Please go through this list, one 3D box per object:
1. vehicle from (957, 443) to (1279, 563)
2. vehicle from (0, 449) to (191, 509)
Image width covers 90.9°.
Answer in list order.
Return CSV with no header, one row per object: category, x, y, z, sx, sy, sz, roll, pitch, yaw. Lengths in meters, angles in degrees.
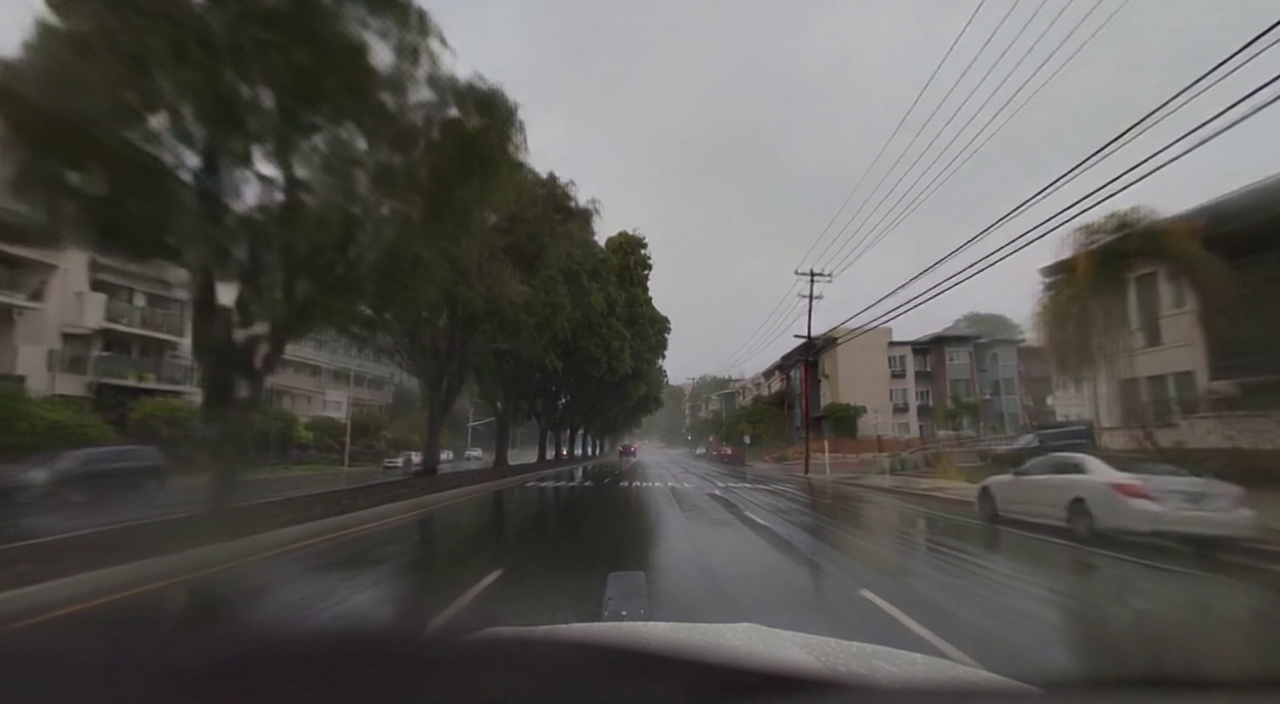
vehicle,7.306,2.220,10.173,1.986,1.467,4.412,0,-8,-1
vehicle,-15.660,3.584,18.312,1.873,1.469,4.442,0,-8,2
